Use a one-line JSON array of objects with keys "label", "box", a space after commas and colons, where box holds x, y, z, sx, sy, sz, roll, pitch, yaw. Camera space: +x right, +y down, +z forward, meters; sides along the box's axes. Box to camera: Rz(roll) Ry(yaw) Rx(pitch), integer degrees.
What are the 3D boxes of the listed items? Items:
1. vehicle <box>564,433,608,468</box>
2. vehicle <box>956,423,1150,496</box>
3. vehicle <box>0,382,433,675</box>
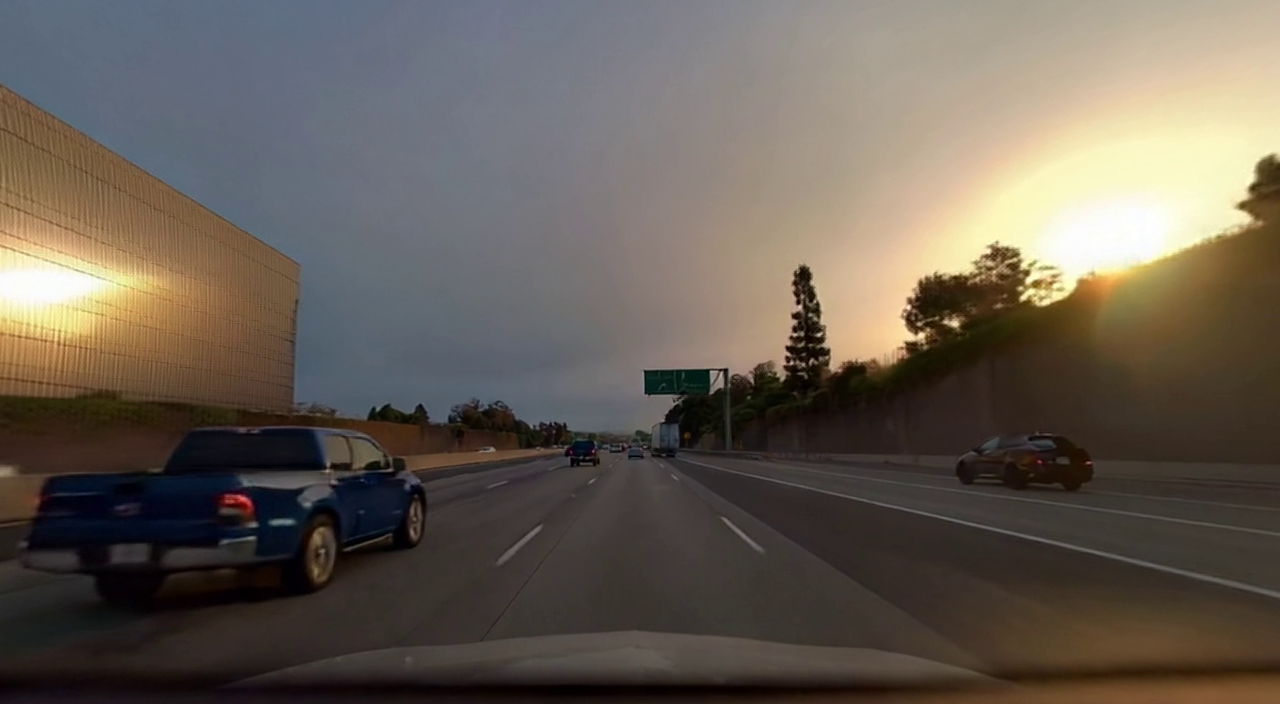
[{"label": "vehicle", "box": [-3.302, 6.208, 39.817, 2.284, 2.022, 5.752, 0, -9, -1]}, {"label": "vehicle", "box": [11.593, 3.065, 18.336, 2.089, 1.787, 5.080, 0, -9, -1]}, {"label": "vehicle", "box": [-3.657, 1.365, 5.908, 2.039, 1.710, 4.237, 0, -9, -1]}]
